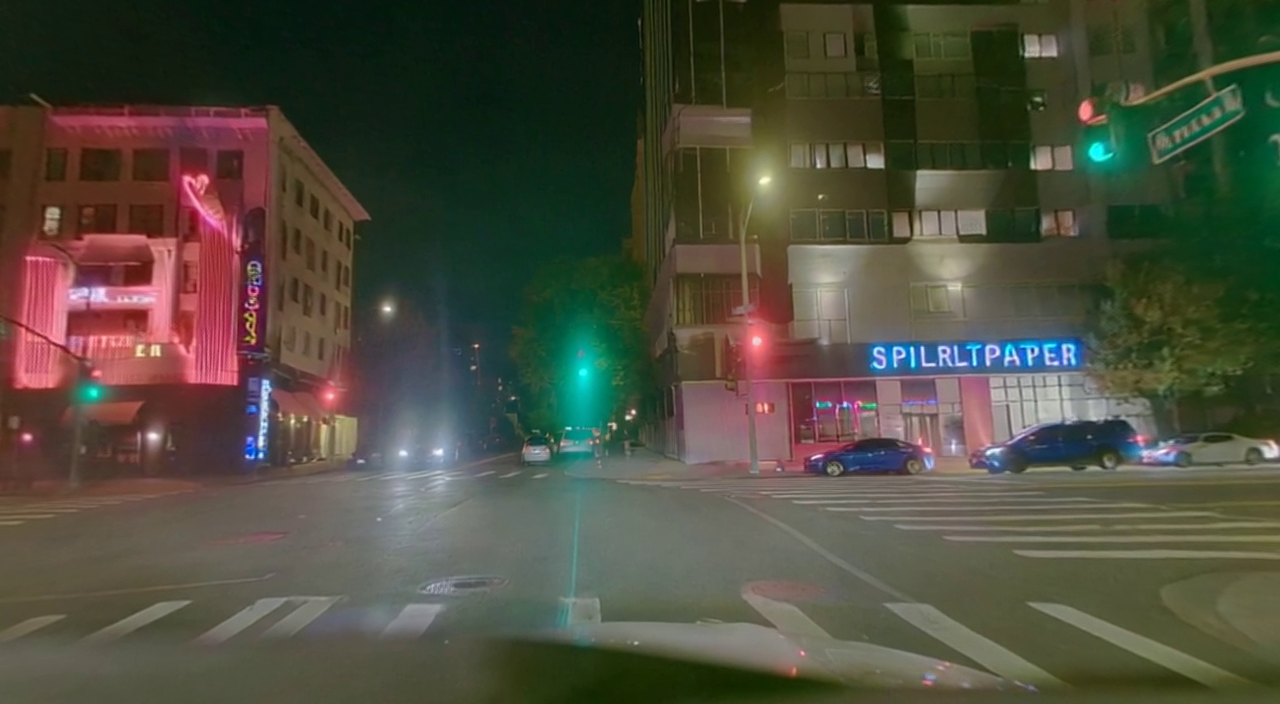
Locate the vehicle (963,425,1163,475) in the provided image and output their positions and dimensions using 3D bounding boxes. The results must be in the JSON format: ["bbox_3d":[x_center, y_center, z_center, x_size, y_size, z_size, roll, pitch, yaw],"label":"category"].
[{"bbox_3d":[14.604,3.429,22.115,5.420,1.609,2.063,-1,-8,2],"label":"vehicle"}]

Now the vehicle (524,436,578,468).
[{"bbox_3d":[-4.451,5.054,32.178,1.892,1.481,4.365,-1,-8,3],"label":"vehicle"}]

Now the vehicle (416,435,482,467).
[{"bbox_3d":[-9.772,5.092,32.674,2.119,1.485,4.472,0,-8,-1],"label":"vehicle"}]

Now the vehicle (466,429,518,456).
[{"bbox_3d":[-9.880,6.111,42.585,2.181,1.723,4.692,-1,-8,3],"label":"vehicle"}]

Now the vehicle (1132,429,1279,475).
[{"bbox_3d":[20.161,3.422,21.738,4.782,1.455,1.936,0,-8,-1],"label":"vehicle"}]

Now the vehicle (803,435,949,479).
[{"bbox_3d":[8.251,3.699,22.409,4.426,1.446,1.795,-1,-8,1],"label":"vehicle"}]

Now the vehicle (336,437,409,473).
[{"bbox_3d":[-14.351,5.534,34.169,1.933,1.461,4.393,-5,-5,1],"label":"vehicle"}]
